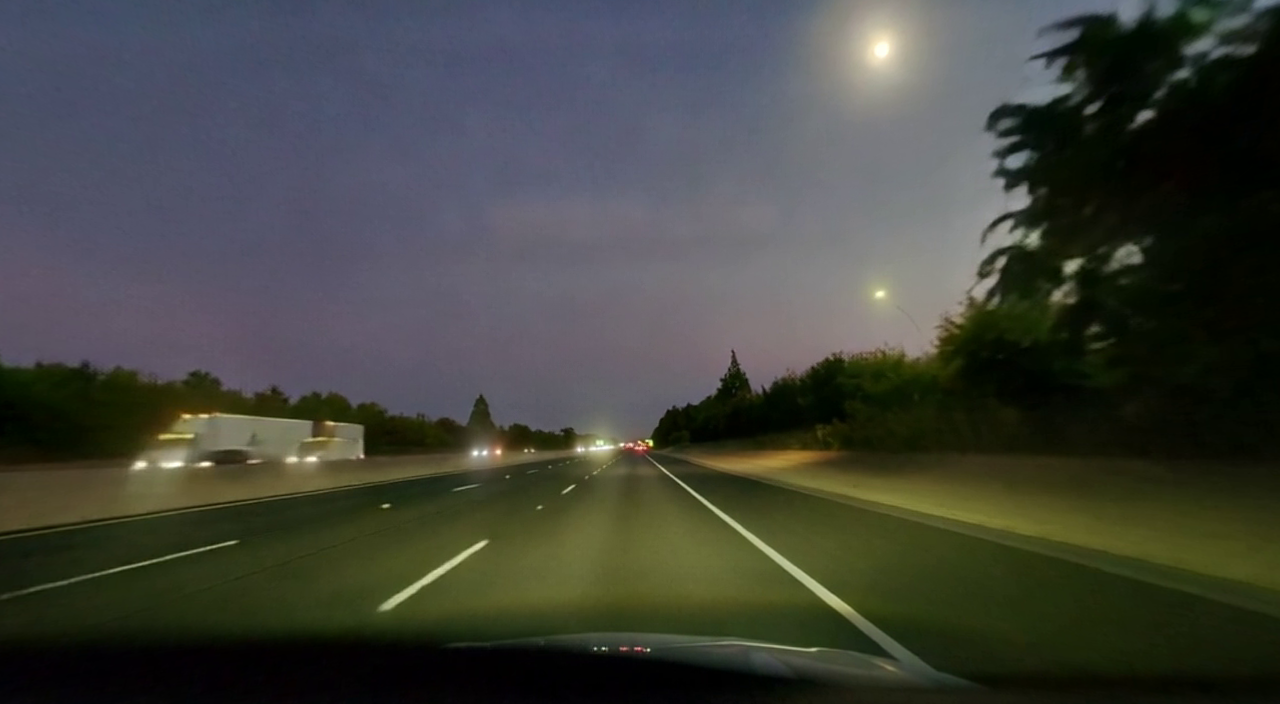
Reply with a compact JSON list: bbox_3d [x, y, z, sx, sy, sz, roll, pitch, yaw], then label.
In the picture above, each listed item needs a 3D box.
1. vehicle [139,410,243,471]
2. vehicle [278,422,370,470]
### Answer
[{"bbox_3d":[-25.185,5.013,35.625,3.271,3.288,3.296,0,-9,-3],"label":"vehicle"},{"bbox_3d":[-21.115,6.368,42.694,2.712,2.915,6.667,0,-9,0],"label":"vehicle"}]
